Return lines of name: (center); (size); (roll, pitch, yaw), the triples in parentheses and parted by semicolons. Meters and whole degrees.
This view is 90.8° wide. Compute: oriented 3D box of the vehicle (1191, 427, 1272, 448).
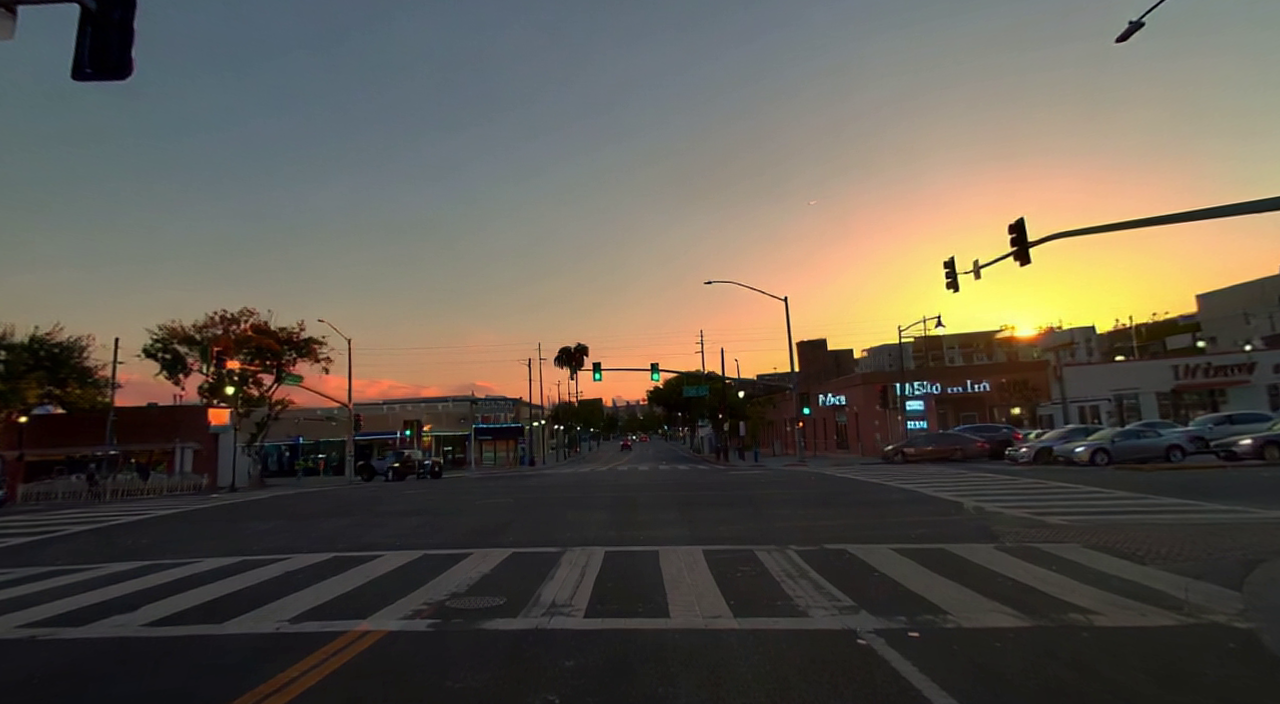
vehicle: (42.045, 6.065, 44.900); (4.347, 1.446, 1.777); (1, -9, -9)

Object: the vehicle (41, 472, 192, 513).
vehicle: (-21.164, 5.672, 25.644); (4.676, 1.463, 1.909); (-1, -8, 6)

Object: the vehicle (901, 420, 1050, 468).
vehicle: (13.020, 3.644, 24.943); (4.916, 1.730, 1.986); (-4, -9, 21)

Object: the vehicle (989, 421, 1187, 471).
vehicle: (14.356, 3.086, 20.633); (4.835, 1.487, 1.913); (-3, -9, 20)
